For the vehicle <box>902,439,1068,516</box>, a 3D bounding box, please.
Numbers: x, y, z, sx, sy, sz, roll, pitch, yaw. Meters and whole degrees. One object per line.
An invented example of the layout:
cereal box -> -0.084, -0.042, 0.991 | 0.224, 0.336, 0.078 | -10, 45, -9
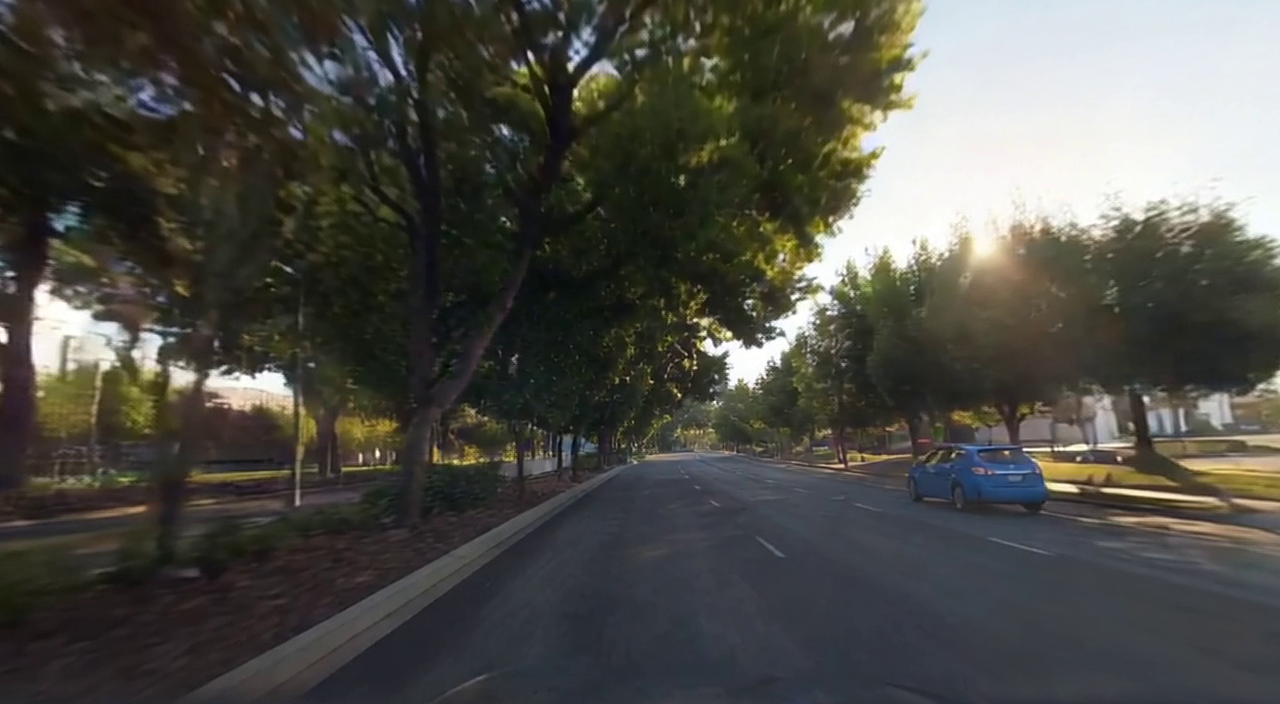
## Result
vehicle -> 7.587, 2.759, 14.319 | 1.797, 1.518, 3.433 | 0, -9, 1
